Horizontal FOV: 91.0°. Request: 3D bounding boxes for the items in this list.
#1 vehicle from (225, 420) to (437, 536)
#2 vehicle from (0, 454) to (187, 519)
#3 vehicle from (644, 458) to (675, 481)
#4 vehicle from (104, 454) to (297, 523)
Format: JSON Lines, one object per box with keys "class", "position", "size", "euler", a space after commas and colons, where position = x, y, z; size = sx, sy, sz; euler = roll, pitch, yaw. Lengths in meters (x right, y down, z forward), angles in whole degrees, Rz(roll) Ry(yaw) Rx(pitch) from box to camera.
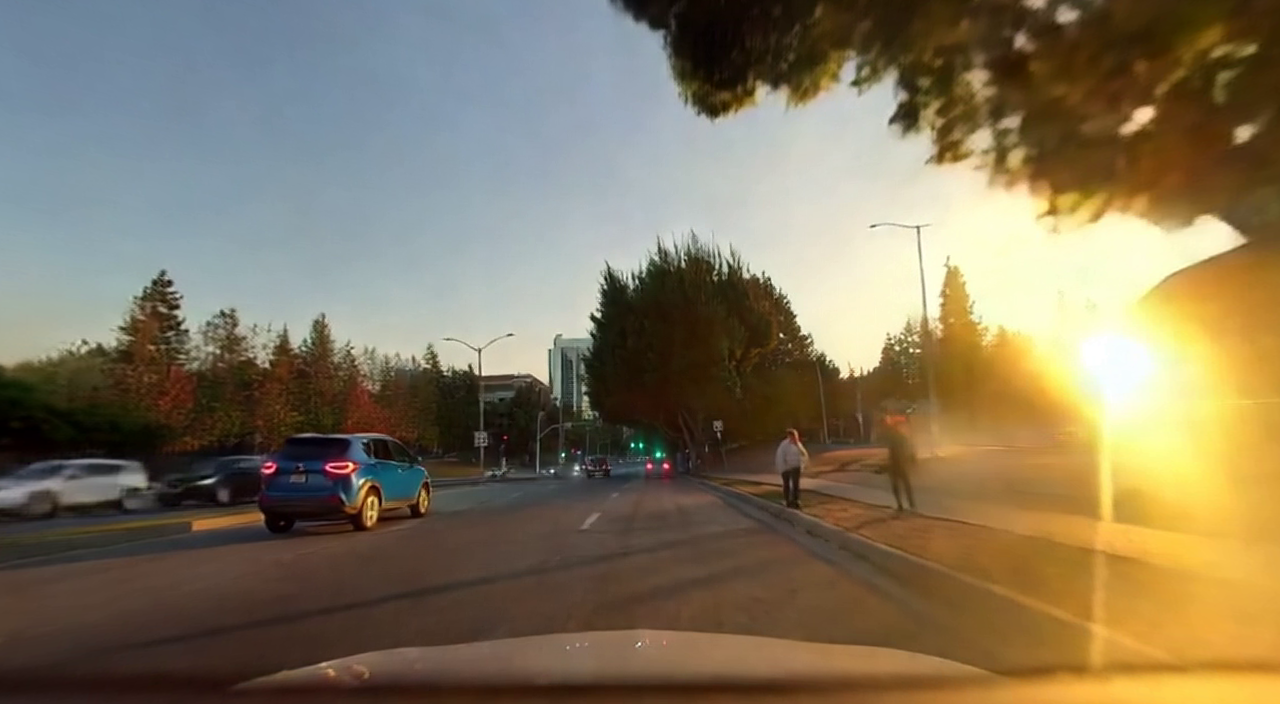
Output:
{"class": "vehicle", "position": [-5.867, 2.450, 12.731], "size": [2.027, 1.908, 4.273], "euler": [-1, -9, 1]}
{"class": "vehicle", "position": [-15.728, 3.767, 18.190], "size": [1.997, 1.603, 4.404], "euler": [0, -9, 0]}
{"class": "vehicle", "position": [1.376, 8.373, 45.182], "size": [2.091, 1.494, 3.962], "euler": [0, -9, 0]}
{"class": "vehicle", "position": [-11.966, 3.697, 17.722], "size": [2.064, 1.515, 5.056], "euler": [0, -8, -4]}
